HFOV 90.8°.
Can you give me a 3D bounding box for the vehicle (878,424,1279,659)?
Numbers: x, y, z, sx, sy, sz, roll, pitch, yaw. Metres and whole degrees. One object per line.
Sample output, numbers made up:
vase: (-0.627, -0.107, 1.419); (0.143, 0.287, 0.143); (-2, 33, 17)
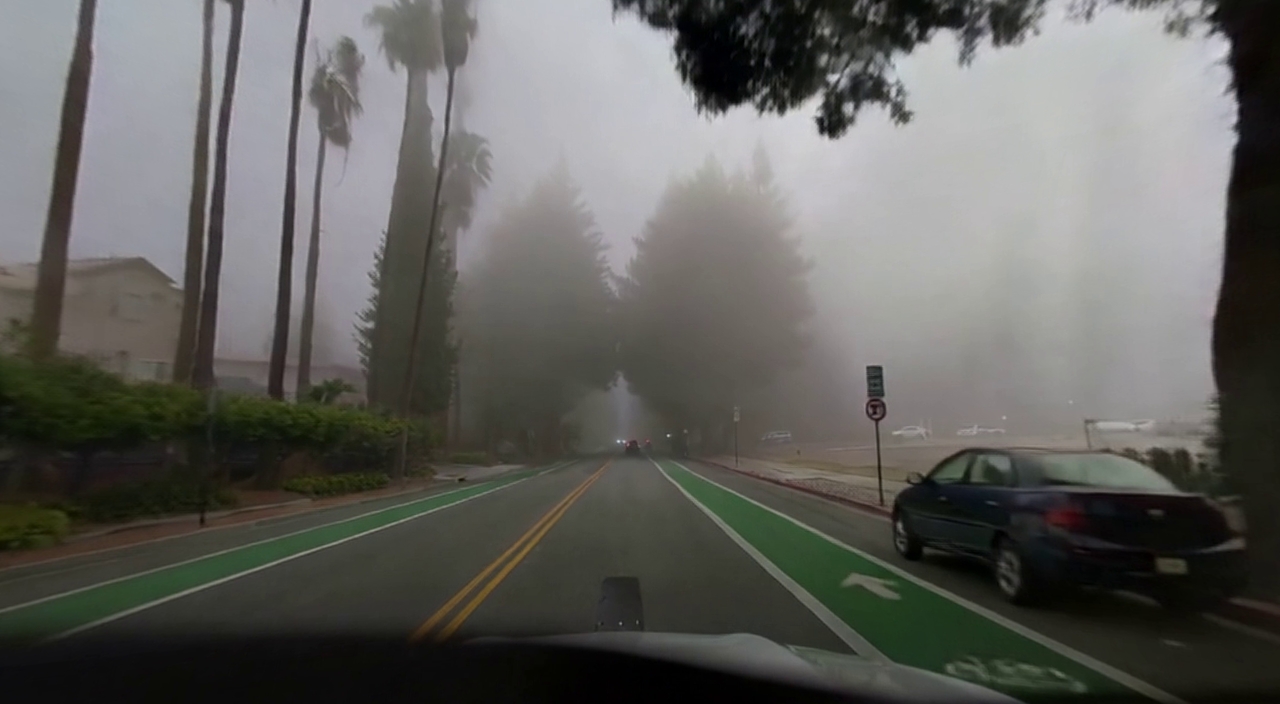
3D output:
vehicle: (4.476, 1.689, 6.804); (1.997, 1.640, 4.494); (0, -9, -1)
